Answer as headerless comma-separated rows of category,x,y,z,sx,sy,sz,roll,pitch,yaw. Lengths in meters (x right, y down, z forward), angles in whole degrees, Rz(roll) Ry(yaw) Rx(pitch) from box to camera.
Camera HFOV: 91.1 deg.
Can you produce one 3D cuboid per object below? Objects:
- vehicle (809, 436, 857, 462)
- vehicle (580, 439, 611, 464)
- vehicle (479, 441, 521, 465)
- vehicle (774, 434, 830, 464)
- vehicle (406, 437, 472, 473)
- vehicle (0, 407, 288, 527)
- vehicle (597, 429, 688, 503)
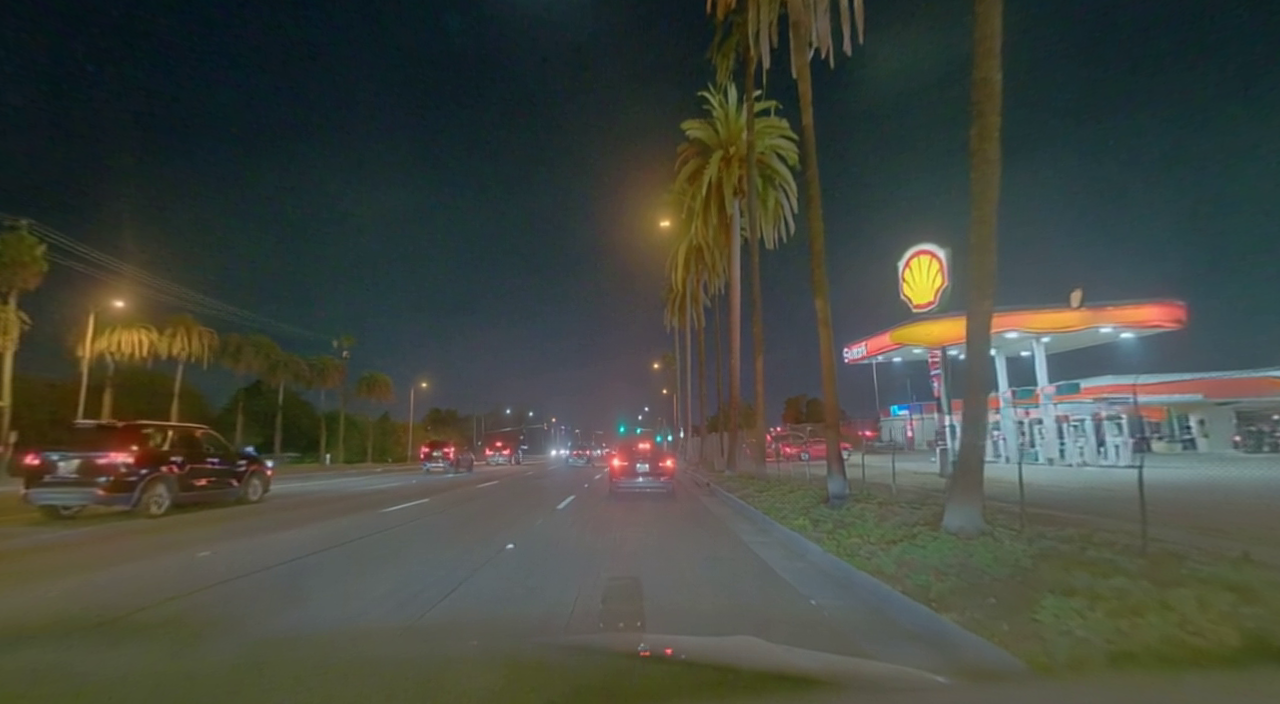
vehicle,12.026,6.055,39.326,1.681,1.503,3.781,0,-8,-2
vehicle,-3.408,7.801,49.382,2.077,1.832,4.706,0,-9,0
vehicle,-10.492,7.581,47.308,1.998,1.731,4.952,0,-9,0
vehicle,8.283,4.938,31.953,1.837,1.416,3.947,-4,-10,28
vehicle,-10.550,5.423,33.279,1.965,1.743,4.327,0,-9,1
vehicle,-9.956,2.270,12.924,2.269,1.934,5.350,0,-9,0
vehicle,0.100,2.963,16.707,2.121,1.710,3.893,0,-9,1
